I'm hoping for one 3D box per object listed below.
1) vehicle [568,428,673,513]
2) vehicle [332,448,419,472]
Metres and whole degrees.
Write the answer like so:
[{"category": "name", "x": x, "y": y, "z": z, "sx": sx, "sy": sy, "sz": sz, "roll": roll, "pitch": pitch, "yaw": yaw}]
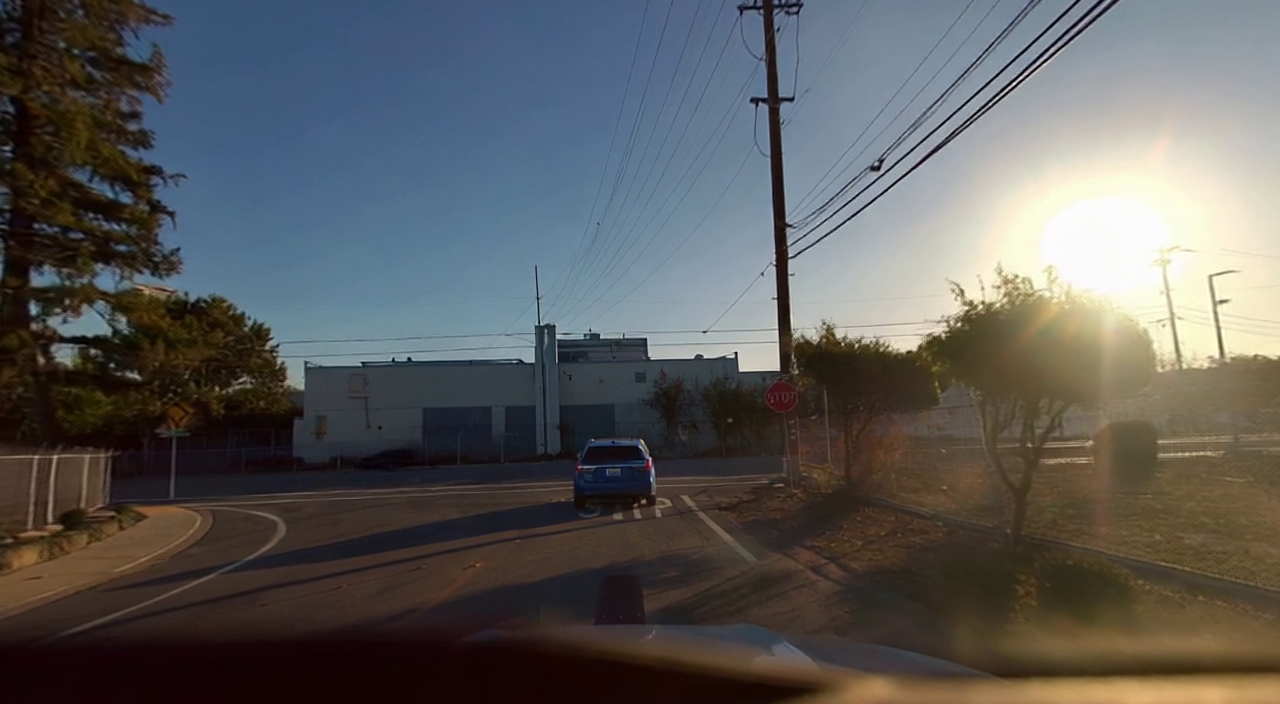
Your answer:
[{"category": "vehicle", "x": -0.529, "y": 2.730, "z": 15.047, "sx": 2.137, "sy": 1.698, "sz": 4.166, "roll": 0, "pitch": -8, "yaw": -4}, {"category": "vehicle", "x": -17.056, "y": 7.001, "z": 40.987, "sx": 4.840, "sy": 1.478, "sz": 1.794, "roll": 1, "pitch": -8, "yaw": -8}]
